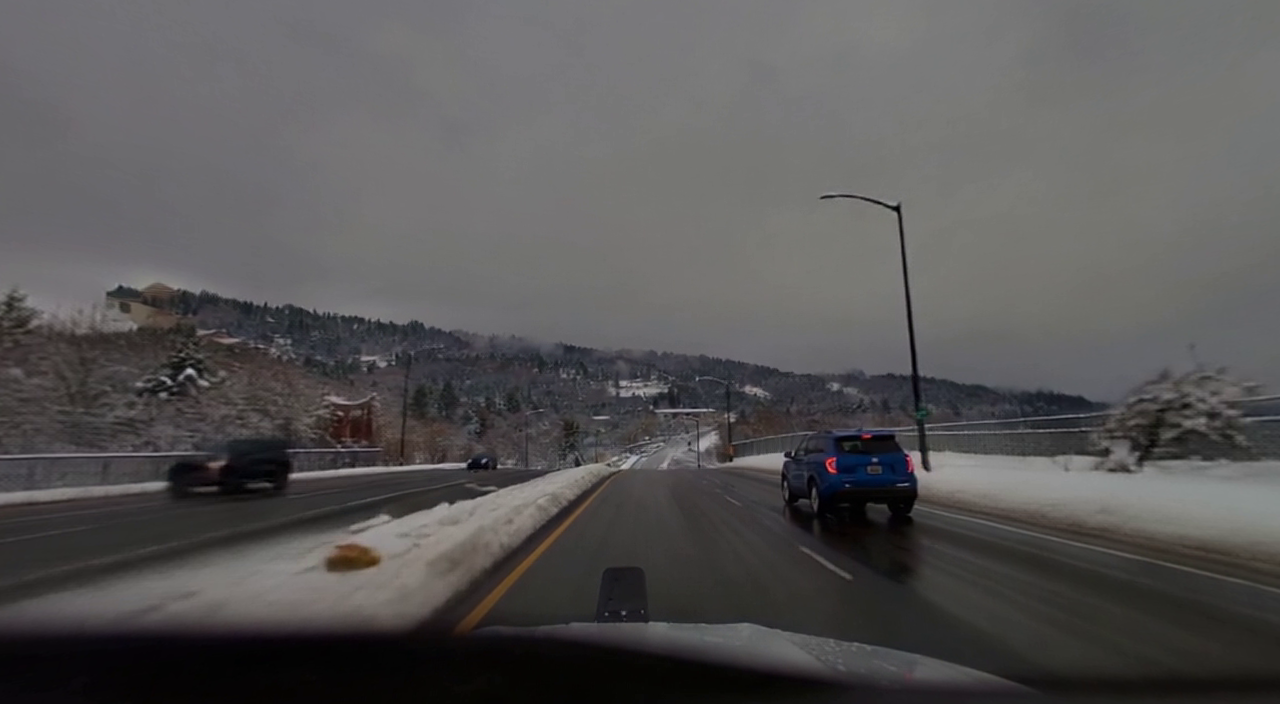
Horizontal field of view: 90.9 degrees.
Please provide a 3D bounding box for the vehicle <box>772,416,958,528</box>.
[{"bbox_3d":[3.971,2.203,12.064,1.989,1.730,4.324,0,-8,1],"label":"vehicle"}]

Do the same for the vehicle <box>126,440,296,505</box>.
[{"bbox_3d":[-13.880,3.893,20.907,2.148,1.850,4.835,0,-8,1],"label":"vehicle"}]
